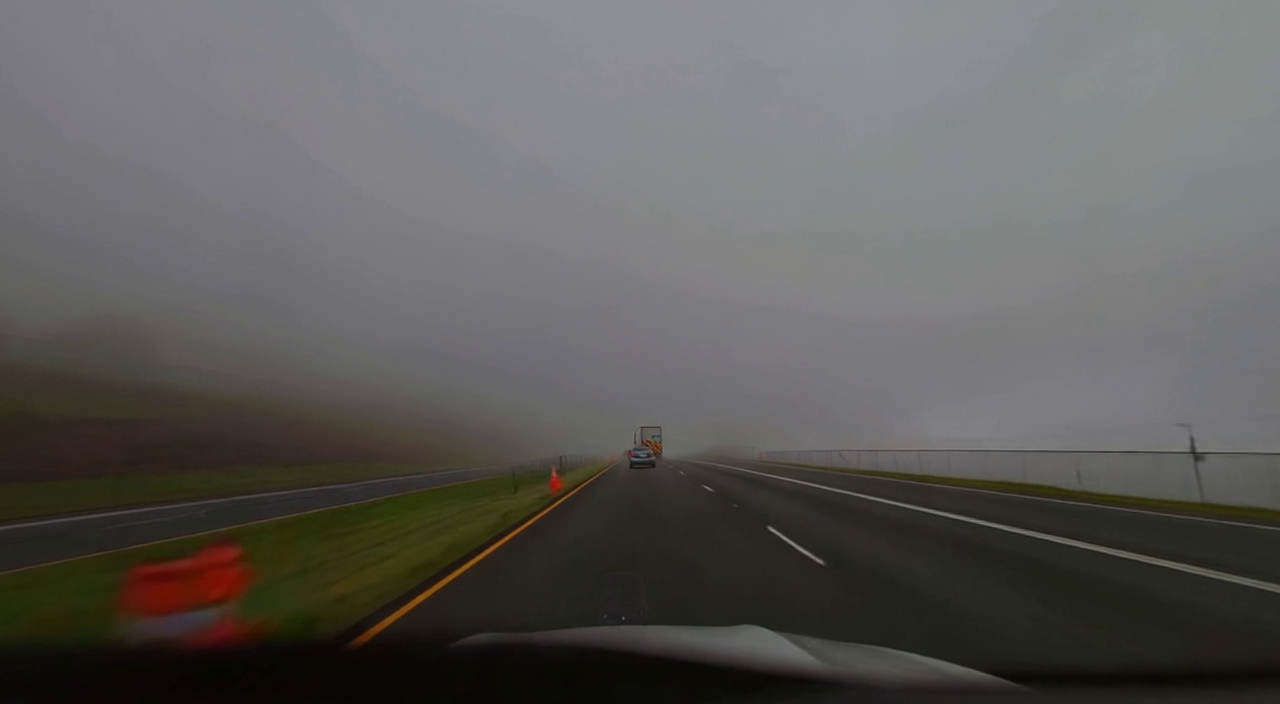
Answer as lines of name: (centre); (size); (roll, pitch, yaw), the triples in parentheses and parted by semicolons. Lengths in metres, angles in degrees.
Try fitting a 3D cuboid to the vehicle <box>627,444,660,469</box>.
vehicle: (0.220, 6.906, 41.784); (2.065, 1.573, 3.734); (0, -9, -1)
